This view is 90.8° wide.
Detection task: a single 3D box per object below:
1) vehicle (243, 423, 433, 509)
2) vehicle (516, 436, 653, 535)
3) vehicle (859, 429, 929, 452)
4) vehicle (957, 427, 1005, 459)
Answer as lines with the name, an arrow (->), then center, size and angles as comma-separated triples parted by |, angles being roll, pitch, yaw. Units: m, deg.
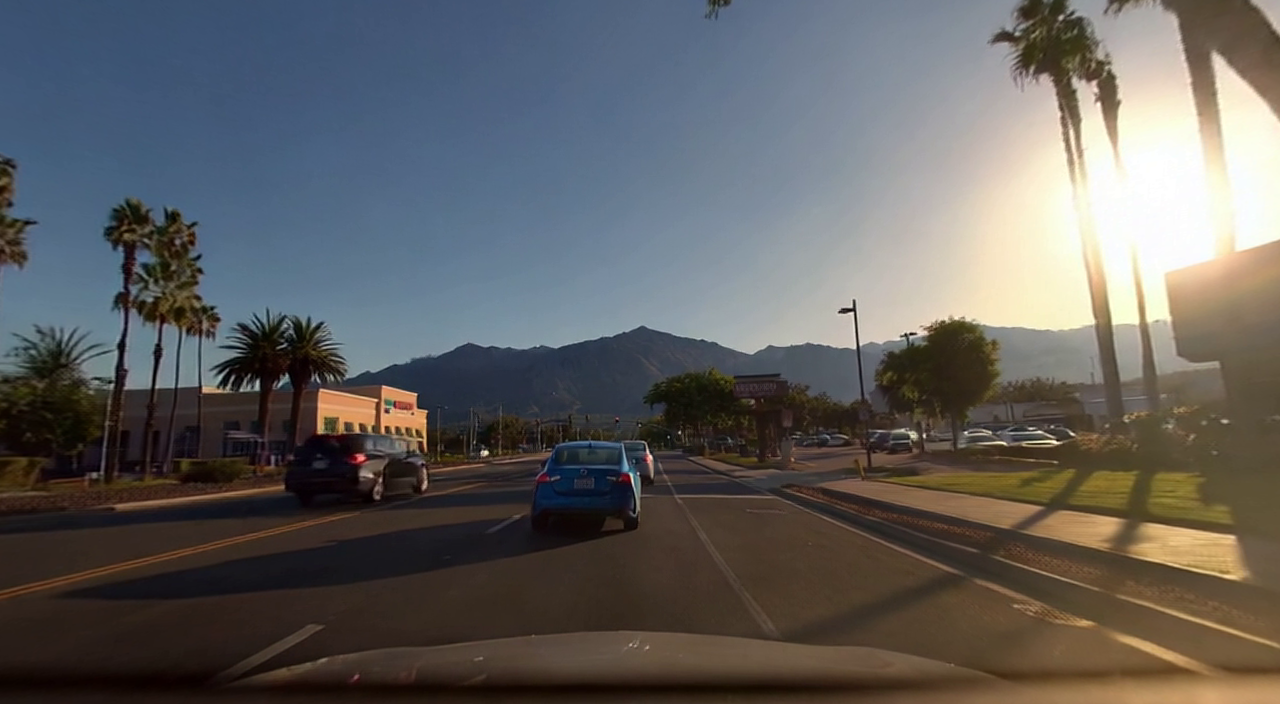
vehicle -> -7.695, 2.969, 16.973 | 2.400, 1.900, 5.325 | 0, -8, 1
vehicle -> -0.935, 2.297, 11.520 | 2.067, 1.459, 3.886 | 0, -8, -3
vehicle -> 19.094, 6.710, 47.681 | 1.925, 1.652, 4.490 | 6, -10, -35
vehicle -> 17.828, 4.775, 33.115 | 1.961, 1.526, 4.640 | -4, -9, 27
